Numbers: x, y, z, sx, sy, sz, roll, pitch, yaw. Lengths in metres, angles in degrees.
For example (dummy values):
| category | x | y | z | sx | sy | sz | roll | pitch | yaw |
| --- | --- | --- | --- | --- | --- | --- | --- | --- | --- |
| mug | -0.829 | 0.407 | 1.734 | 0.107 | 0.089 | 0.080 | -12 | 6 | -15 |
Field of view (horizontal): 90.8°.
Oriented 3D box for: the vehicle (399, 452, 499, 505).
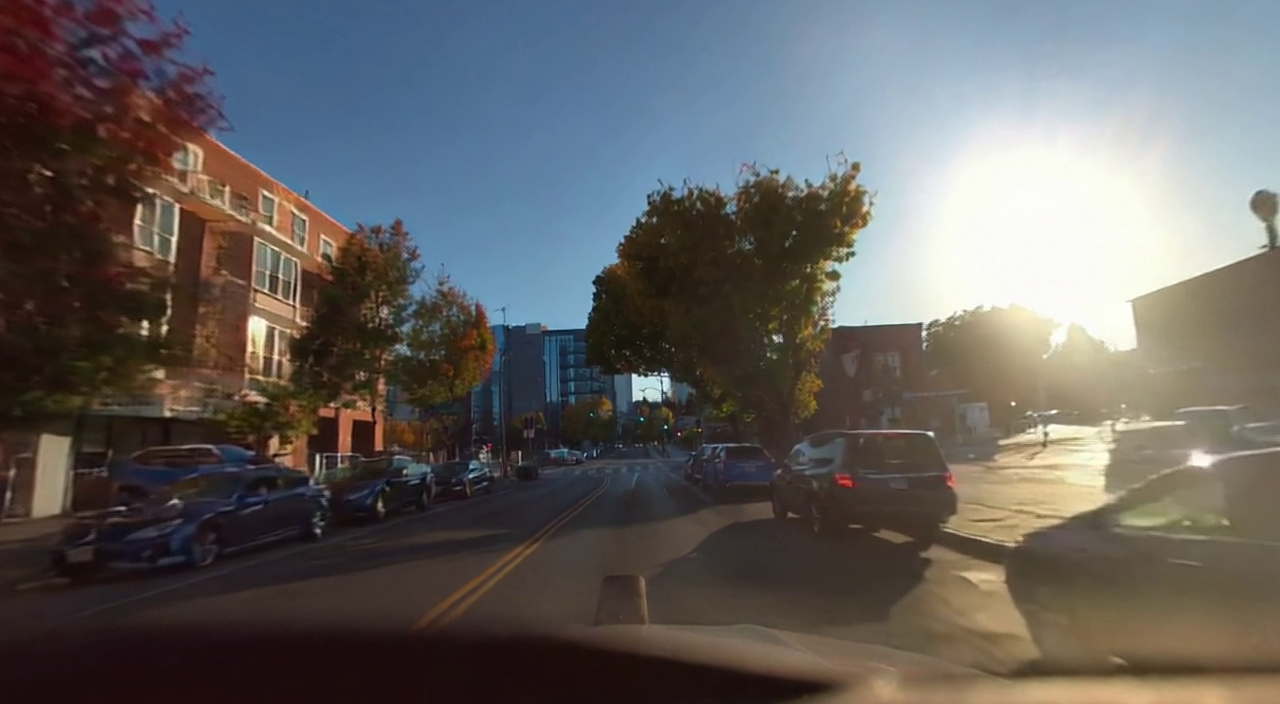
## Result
| category | x | y | z | sx | sy | sz | roll | pitch | yaw |
| --- | --- | --- | --- | --- | --- | --- | --- | --- | --- |
| vehicle | -6.526 | 4.472 | 22.196 | 2.033 | 1.523 | 4.867 | -3 | -12 | 0 |

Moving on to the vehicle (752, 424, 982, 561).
| category | x | y | z | sx | sy | sz | roll | pitch | yaw |
| --- | --- | --- | --- | --- | --- | --- | --- | --- | --- |
| vehicle | 3.391 | 2.206 | 10.778 | 1.886 | 1.740 | 5.167 | 0 | -9 | -1 |

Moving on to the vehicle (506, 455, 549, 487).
| category | x | y | z | sx | sy | sz | roll | pitch | yaw |
| --- | --- | --- | --- | --- | --- | --- | --- | --- | --- |
| vehicle | -6.780 | 7.188 | 38.483 | 1.893 | 1.758 | 4.019 | 0 | -9 | 0 |

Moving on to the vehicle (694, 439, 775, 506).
| category | x | y | z | sx | sy | sz | roll | pitch | yaw |
| --- | --- | --- | --- | --- | --- | --- | --- | --- | --- |
| vehicle | 2.851 | 3.742 | 20.107 | 1.954 | 1.845 | 4.682 | 0 | -9 | 1 |

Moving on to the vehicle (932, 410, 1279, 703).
| category | x | y | z | sx | sy | sz | roll | pitch | yaw |
| --- | --- | --- | --- | --- | --- | --- | --- | --- | --- |
| vehicle | 3.253 | 0.962 | 2.375 | 1.908 | 1.461 | 4.873 | 0 | -9 | -1 |

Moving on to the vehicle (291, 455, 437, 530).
| category | x | y | z | sx | sy | sz | roll | pitch | yaw |
| --- | --- | --- | --- | --- | --- | --- | --- | --- | --- |
| vehicle | -6.610 | 3.368 | 15.744 | 1.723 | 1.520 | 4.439 | 0 | -9 | -1 |

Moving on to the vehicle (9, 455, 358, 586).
| category | x | y | z | sx | sy | sz | roll | pitch | yaw |
| --- | --- | --- | --- | --- | --- | --- | --- | --- | --- |
| vehicle | -6.512 | 2.403 | 9.937 | 1.913 | 1.479 | 4.714 | 0 | -9 | 1 |
